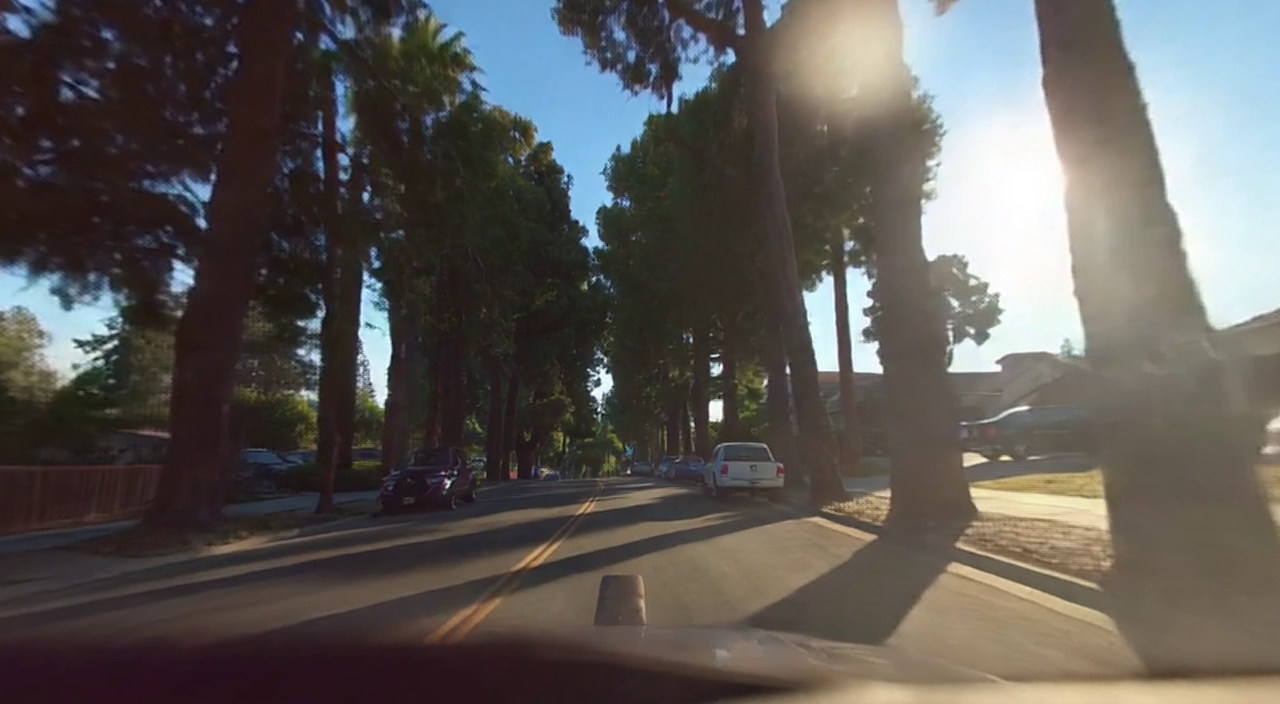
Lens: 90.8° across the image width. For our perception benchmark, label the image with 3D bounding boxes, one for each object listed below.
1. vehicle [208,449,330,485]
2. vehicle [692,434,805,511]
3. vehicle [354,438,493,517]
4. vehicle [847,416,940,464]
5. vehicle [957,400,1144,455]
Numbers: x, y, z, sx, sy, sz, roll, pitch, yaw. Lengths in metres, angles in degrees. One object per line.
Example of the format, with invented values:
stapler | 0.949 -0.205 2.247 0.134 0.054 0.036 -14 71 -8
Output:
vehicle | -16.290 5.021 27.784 4.527 1.466 1.880 -3 -9 14
vehicle | 2.820 3.281 17.719 2.229 1.826 4.611 0 -8 -1
vehicle | -5.536 3.208 16.923 2.155 1.729 4.799 -1 -7 -2
vehicle | 10.924 3.769 27.021 2.100 1.857 4.611 -8 -11 42
vehicle | 13.272 2.542 20.772 4.639 1.634 2.005 -3 -10 15
